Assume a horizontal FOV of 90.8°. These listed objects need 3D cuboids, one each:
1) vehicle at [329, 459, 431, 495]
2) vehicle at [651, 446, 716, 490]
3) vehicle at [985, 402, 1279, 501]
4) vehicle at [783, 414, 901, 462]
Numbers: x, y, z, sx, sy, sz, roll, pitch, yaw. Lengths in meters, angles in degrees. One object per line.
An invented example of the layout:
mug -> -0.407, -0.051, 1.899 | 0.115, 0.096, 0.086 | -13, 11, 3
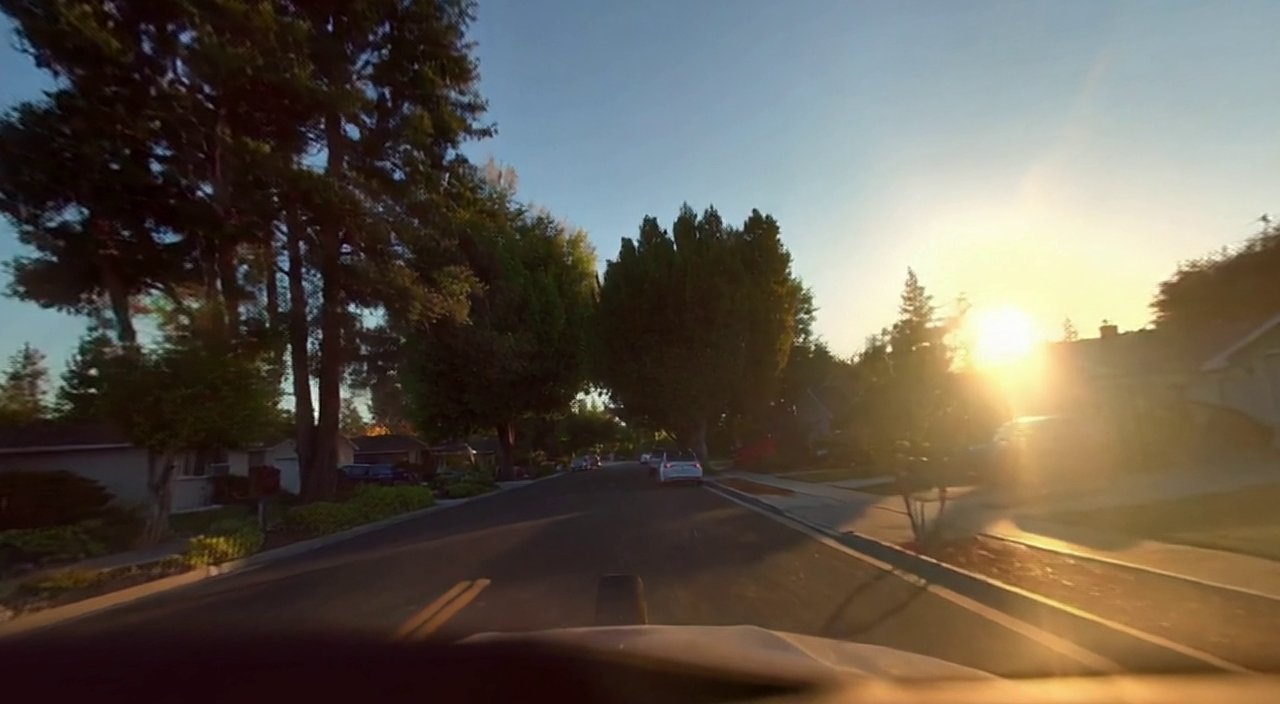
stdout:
vehicle -> -13.884, 6.693, 33.941 | 4.511, 1.809, 2.018 | 0, -9, 0
vehicle -> 1.582, 4.480, 24.778 | 2.009, 1.506, 4.698 | 0, -9, -2
vehicle -> 9.178, 1.853, 11.832 | 4.230, 1.666, 1.978 | 0, -9, 0
vehicle -> 9.460, 4.126, 29.992 | 4.861, 1.911, 2.181 | 2, -13, 0
